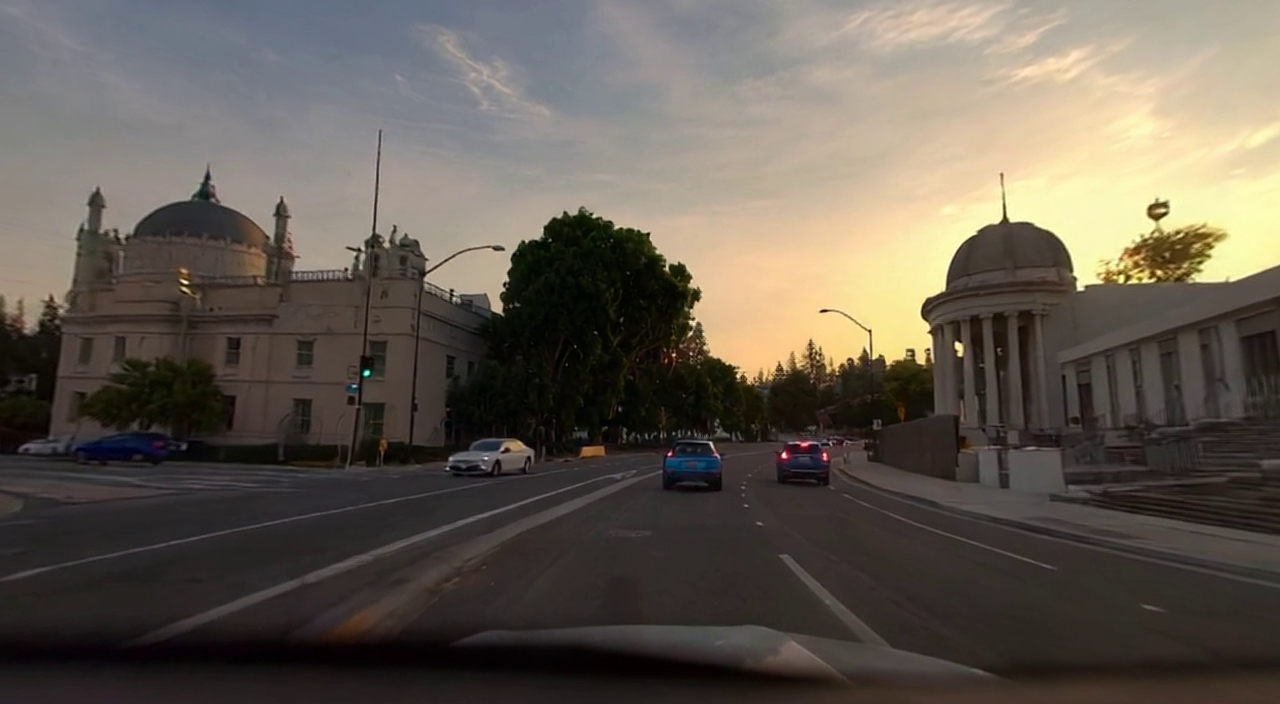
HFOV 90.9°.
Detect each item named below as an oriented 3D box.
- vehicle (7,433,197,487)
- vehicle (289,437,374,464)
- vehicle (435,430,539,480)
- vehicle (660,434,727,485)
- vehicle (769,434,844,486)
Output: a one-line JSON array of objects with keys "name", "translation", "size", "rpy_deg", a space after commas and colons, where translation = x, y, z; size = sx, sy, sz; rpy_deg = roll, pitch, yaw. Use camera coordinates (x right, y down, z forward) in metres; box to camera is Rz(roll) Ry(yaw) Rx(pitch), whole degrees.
[{"name": "vehicle", "translation": [-16.405, 3.292, 19.333], "size": [4.351, 1.490, 2.012], "rpy_deg": [-2, -9, 11]}, {"name": "vehicle", "translation": [-20.635, 6.623, 42.251], "size": [4.648, 1.697, 1.979], "rpy_deg": [-1, -9, 2]}, {"name": "vehicle", "translation": [-5.946, 4.080, 25.191], "size": [2.254, 1.789, 4.736], "rpy_deg": [-2, -9, 10]}, {"name": "vehicle", "translation": [2.017, 3.840, 22.731], "size": [2.132, 1.632, 3.889], "rpy_deg": [-2, -9, 8]}, {"name": "vehicle", "translation": [6.322, 4.153, 24.527], "size": [2.320, 1.772, 4.872], "rpy_deg": [-2, -9, 9]}]
